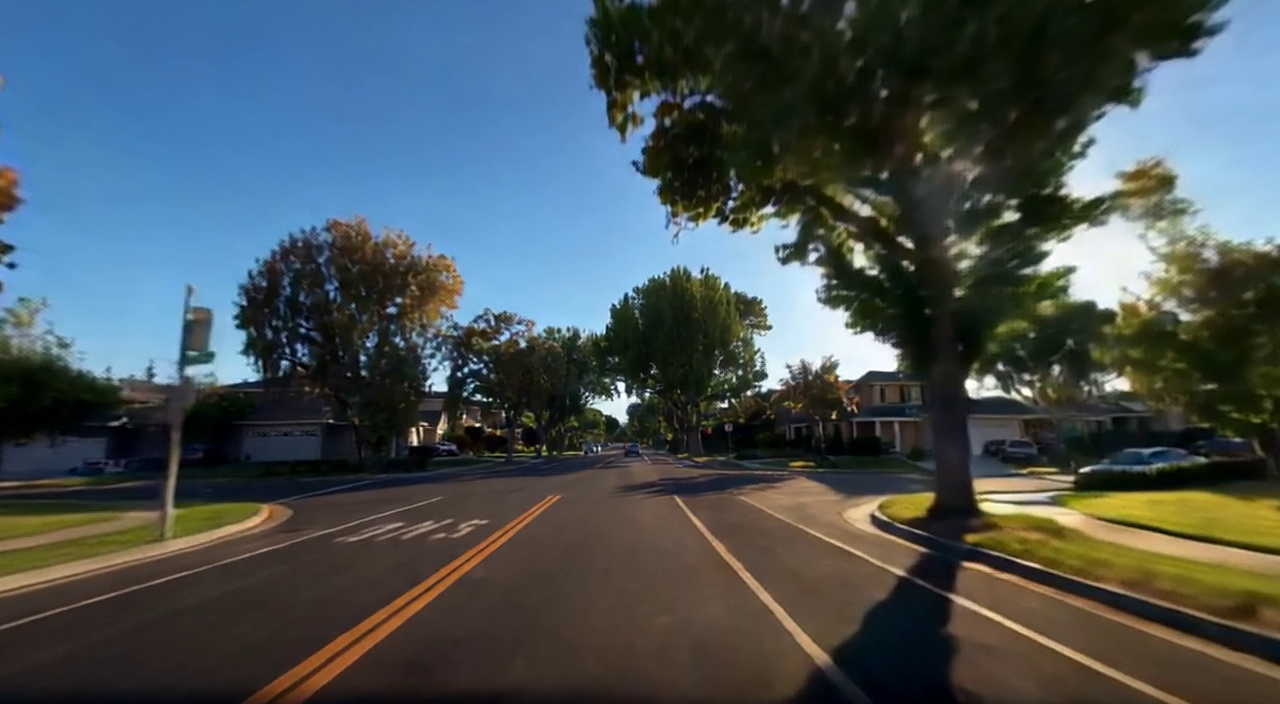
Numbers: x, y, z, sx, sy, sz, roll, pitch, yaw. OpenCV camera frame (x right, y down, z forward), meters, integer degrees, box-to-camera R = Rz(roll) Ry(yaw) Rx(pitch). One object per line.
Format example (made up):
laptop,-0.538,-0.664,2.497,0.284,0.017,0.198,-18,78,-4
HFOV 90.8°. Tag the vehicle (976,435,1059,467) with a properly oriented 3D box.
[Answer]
vehicle,22.905,5.988,38.570,1.879,1.584,4.761,1,-5,-5

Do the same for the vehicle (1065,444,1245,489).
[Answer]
vehicle,17.539,3.902,21.707,4.368,1.457,2.031,0,-9,1
